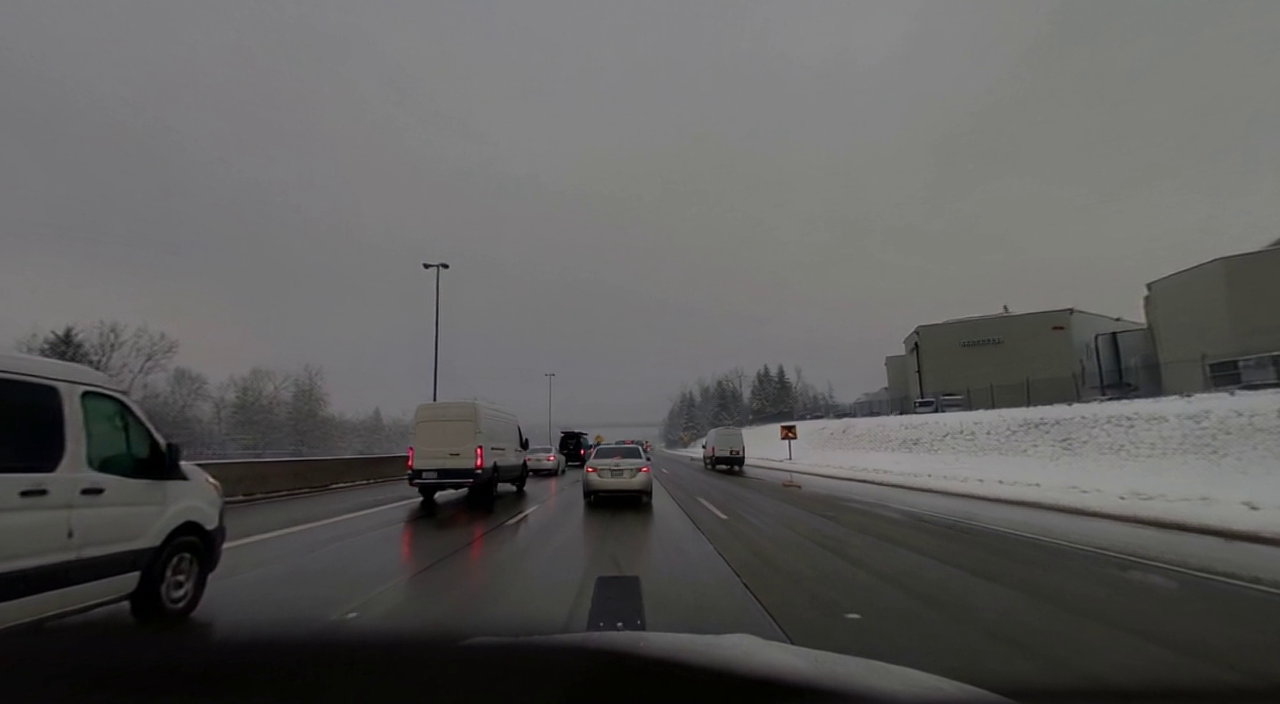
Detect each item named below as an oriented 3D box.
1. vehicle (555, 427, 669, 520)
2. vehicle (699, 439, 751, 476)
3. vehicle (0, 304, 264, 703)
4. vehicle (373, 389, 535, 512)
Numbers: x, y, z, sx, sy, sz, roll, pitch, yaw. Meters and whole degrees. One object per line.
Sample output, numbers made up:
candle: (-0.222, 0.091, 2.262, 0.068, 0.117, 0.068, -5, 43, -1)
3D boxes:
vehicle: (-0.513, 2.554, 13.607, 2.093, 1.695, 3.782, 0, -9, 0)
vehicle: (4.229, 5.318, 31.914, 2.003, 1.754, 4.134, 0, -9, 0)
vehicle: (-4.001, 0.661, 2.281, 2.253, 1.892, 4.823, 0, -9, 0)
vehicle: (-4.567, 2.630, 16.996, 2.248, 2.626, 6.837, 0, -9, 0)
